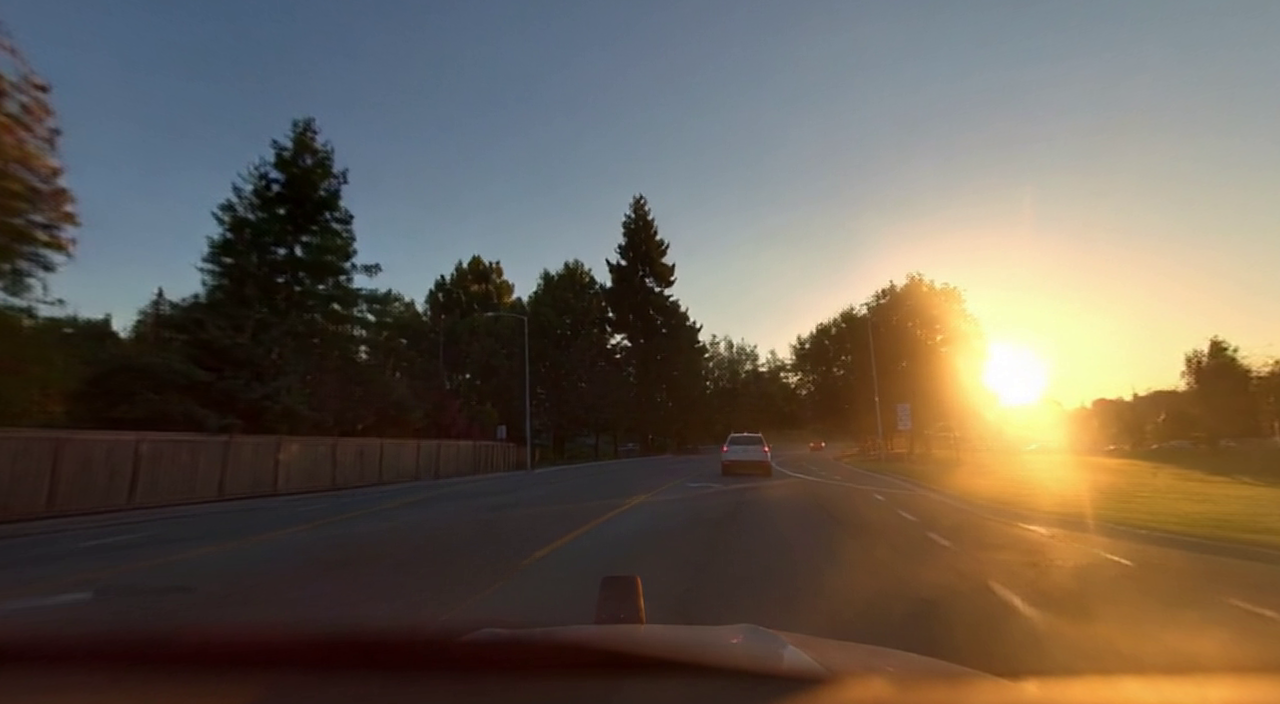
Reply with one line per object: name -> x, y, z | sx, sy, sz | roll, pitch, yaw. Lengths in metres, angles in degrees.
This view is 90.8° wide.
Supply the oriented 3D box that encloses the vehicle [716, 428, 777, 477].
vehicle -> 4.394, 4.110, 26.048 | 2.230, 1.827, 4.580 | -1, -8, 10
